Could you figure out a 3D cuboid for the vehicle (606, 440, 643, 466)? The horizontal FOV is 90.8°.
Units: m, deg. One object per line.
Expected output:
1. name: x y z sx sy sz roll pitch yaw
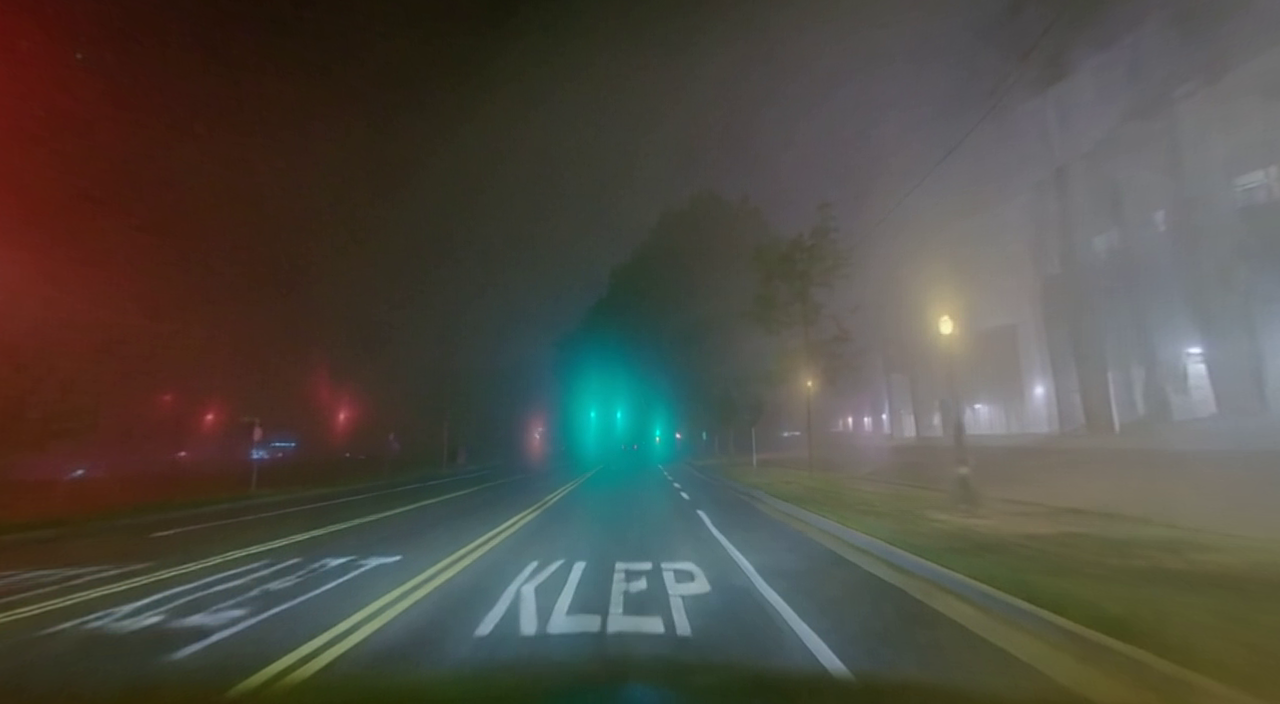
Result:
1. vehicle: -0.963 6.063 38.300 2.131 1.474 4.146 1 -8 -2
